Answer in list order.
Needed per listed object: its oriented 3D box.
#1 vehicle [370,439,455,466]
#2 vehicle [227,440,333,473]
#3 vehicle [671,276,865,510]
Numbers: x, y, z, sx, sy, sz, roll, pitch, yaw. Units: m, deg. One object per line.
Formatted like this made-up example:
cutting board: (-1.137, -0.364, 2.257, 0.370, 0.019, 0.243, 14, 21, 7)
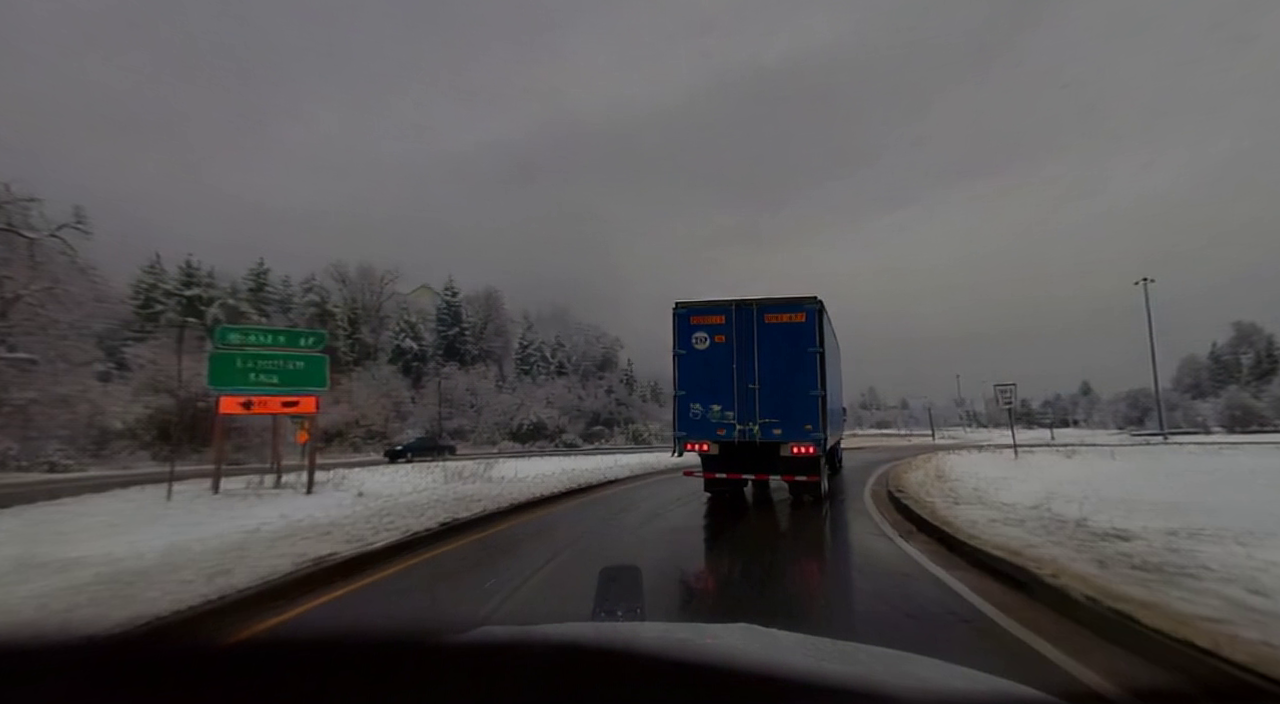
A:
vehicle: (-13.078, 5.763, 36.250, 4.350, 1.410, 1.726, 3, -9, -28)
vehicle: (-18.702, 5.396, 32.769, 4.578, 1.573, 1.806, 5, -10, -35)
vehicle: (3.543, 1.256, 14.649, 2.937, 3.647, 9.344, -4, -8, 20)
